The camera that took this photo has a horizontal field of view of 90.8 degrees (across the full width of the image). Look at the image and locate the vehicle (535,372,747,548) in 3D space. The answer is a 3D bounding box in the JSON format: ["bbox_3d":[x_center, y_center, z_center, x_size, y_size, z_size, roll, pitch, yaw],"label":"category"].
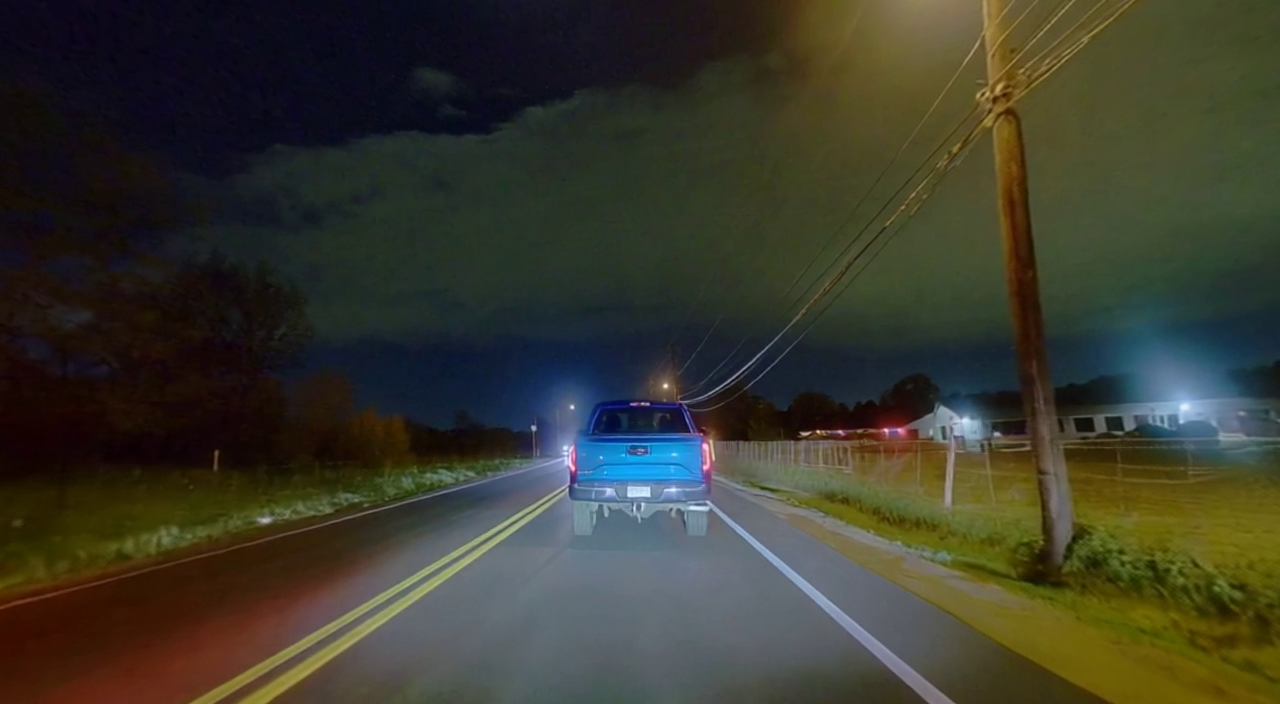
[{"bbox_3d":[-0.064,1.798,11.063,2.693,2.223,5.885,0,-8,-2],"label":"vehicle"}]
